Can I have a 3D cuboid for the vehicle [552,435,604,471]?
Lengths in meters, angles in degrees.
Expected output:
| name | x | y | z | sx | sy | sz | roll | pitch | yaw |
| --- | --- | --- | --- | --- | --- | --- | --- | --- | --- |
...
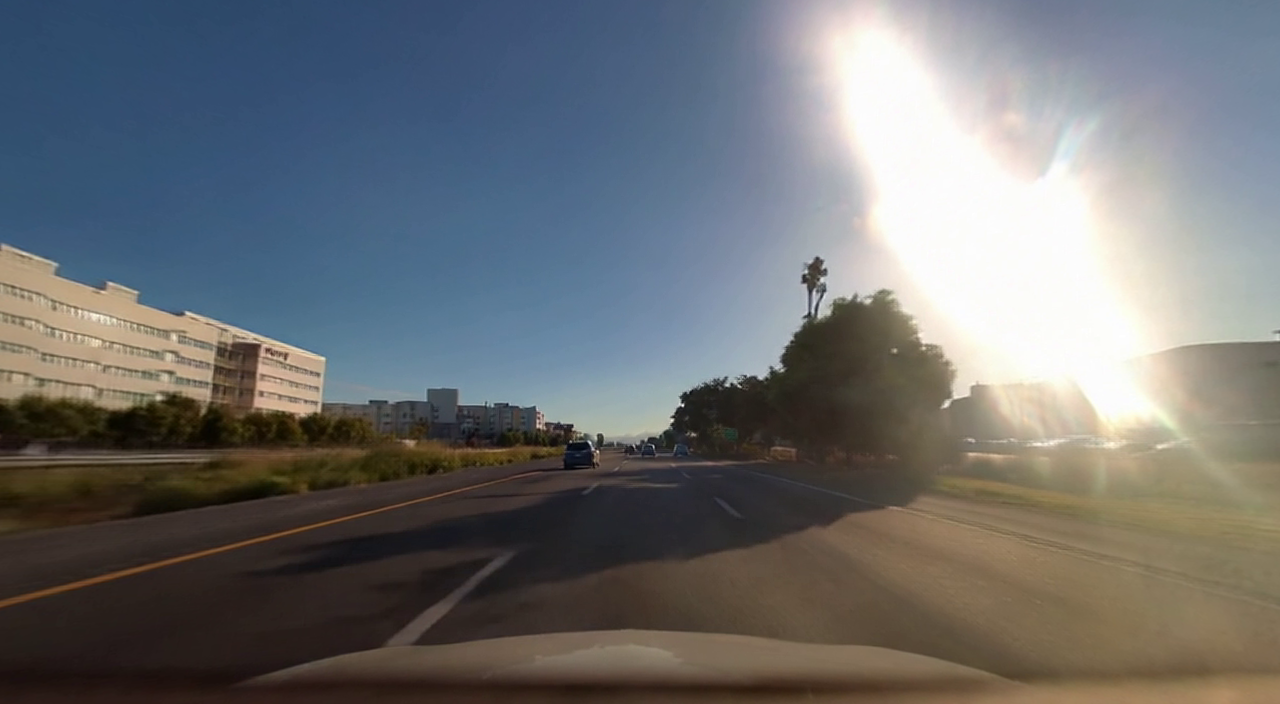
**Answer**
| name | x | y | z | sx | sy | sz | roll | pitch | yaw |
| --- | --- | --- | --- | --- | --- | --- | --- | --- | --- |
| vehicle | -3.344 | 5.627 | 35.132 | 2.218 | 1.850 | 4.774 | 0 | -9 | 2 |
